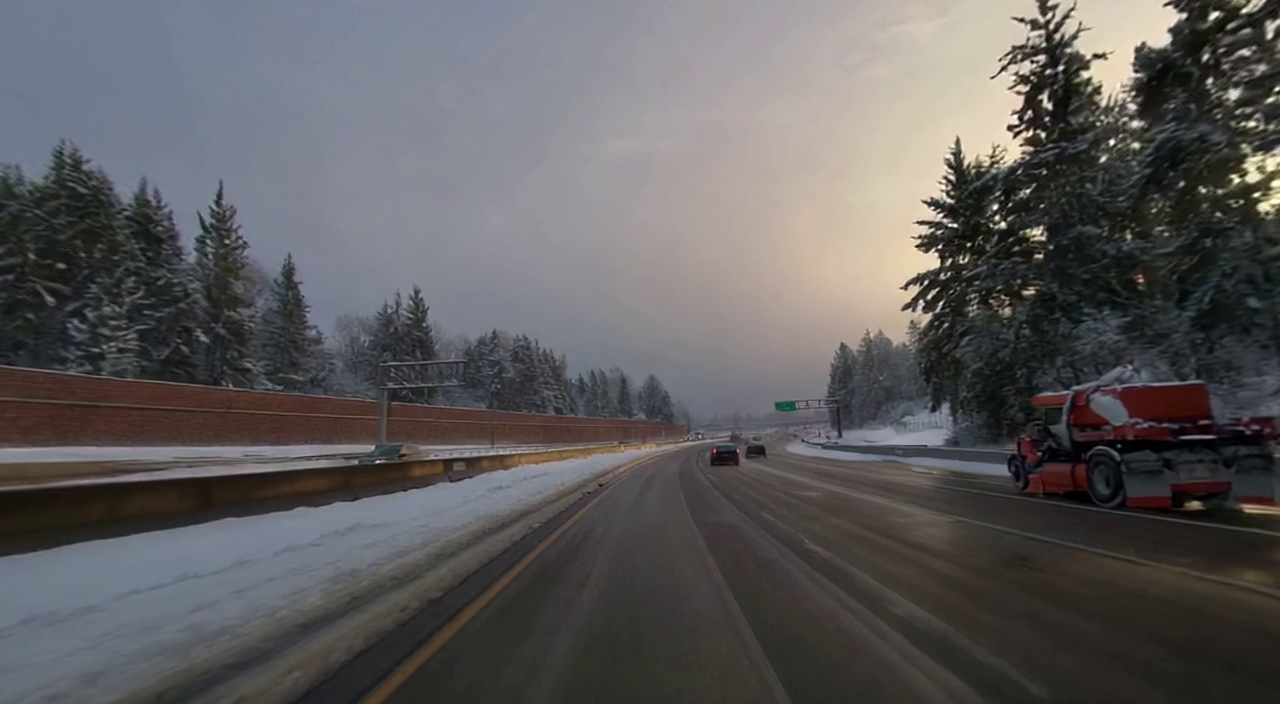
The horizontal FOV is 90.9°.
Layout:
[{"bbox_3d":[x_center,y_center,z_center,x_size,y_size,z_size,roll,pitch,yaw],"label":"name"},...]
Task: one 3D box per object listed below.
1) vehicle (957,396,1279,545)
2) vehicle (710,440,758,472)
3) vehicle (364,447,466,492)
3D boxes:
[{"bbox_3d":[8.065,1.940,11.019,2.188,1.924,5.511,0,-8,1],"label":"vehicle"},{"bbox_3d":[4.686,5.244,32.064,1.926,1.477,4.080,-1,-8,2],"label":"vehicle"},{"bbox_3d":[-8.323,4.367,23.882,1.904,1.458,4.723,-1,-8,3],"label":"vehicle"}]
